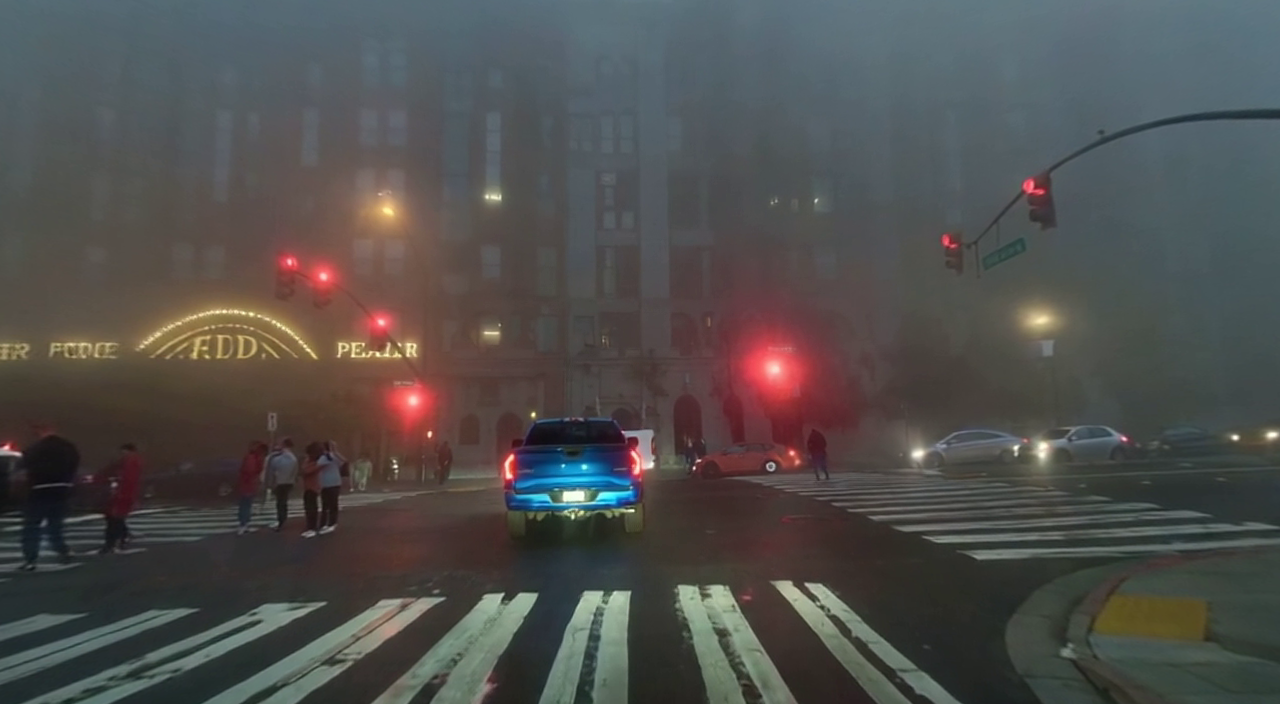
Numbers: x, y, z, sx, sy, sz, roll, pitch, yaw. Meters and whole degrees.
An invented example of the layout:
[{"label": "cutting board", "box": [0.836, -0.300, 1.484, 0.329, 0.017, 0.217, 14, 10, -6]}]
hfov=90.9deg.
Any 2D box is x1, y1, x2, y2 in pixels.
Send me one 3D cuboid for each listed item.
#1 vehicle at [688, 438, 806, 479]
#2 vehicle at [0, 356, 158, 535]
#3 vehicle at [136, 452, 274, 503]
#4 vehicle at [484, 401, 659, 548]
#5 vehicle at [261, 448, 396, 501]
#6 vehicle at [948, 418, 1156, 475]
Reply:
[{"label": "vehicle", "box": [4.241, 4.314, 25.684, 4.515, 1.583, 1.920, -1, -9, 3]}, {"label": "vehicle", "box": [-22.353, 2.682, 18.278, 13.729, 4.662, 3.300, 0, -9, 0]}, {"label": "vehicle", "box": [-18.644, 5.392, 27.205, 4.398, 2.057, 1.959, 0, -9, -1]}, {"label": "vehicle", "box": [-1.497, 2.132, 11.739, 2.477, 2.020, 5.534, 2, -9, -12]}, {"label": "vehicle", "box": [-13.324, 5.226, 27.163, 4.799, 1.909, 2.011, -3, -7, 2]}, {"label": "vehicle", "box": [11.566, 2.692, 17.931, 4.600, 1.506, 1.878, 0, -9, -1]}]
